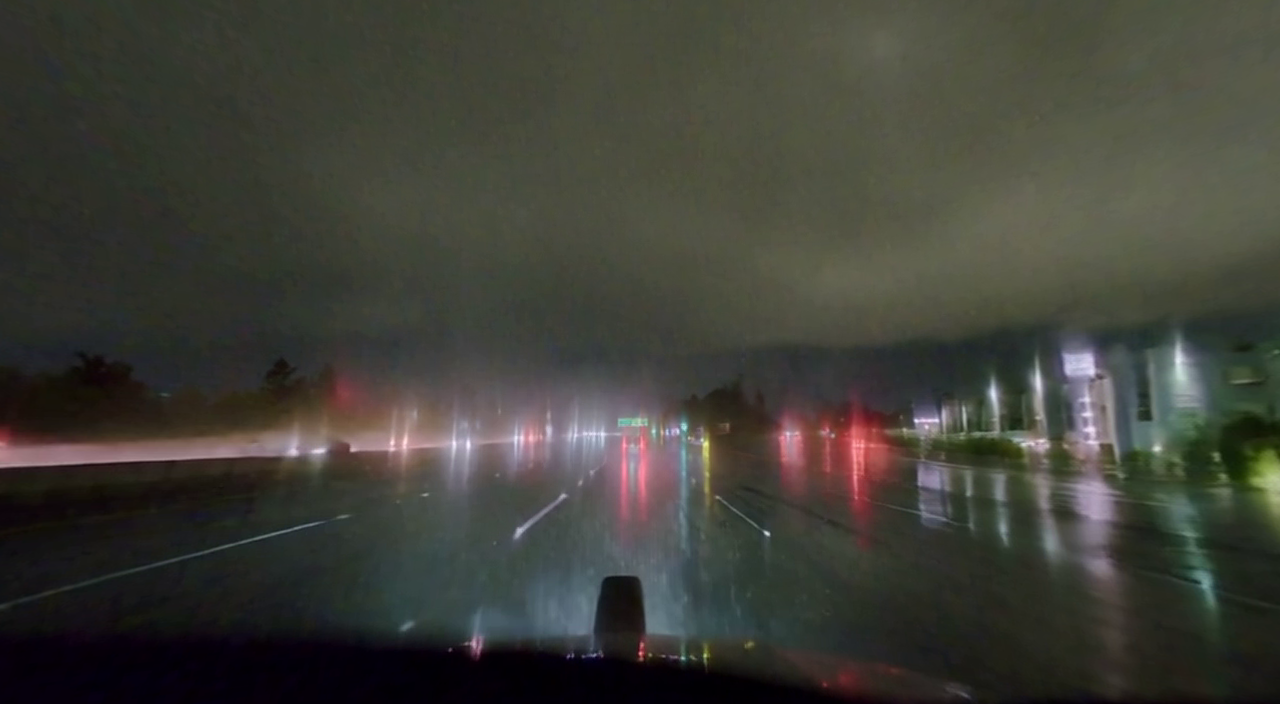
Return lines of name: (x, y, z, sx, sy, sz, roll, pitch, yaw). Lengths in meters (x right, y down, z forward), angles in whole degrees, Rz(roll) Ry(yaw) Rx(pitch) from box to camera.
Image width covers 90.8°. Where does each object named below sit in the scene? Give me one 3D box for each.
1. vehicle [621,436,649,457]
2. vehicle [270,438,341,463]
vehicle: (-0.399, 7.113, 47.598, 2.025, 1.460, 4.189, 0, -8, -1)
vehicle: (-21.489, 6.338, 40.838, 2.059, 1.538, 4.710, 0, -8, 0)
